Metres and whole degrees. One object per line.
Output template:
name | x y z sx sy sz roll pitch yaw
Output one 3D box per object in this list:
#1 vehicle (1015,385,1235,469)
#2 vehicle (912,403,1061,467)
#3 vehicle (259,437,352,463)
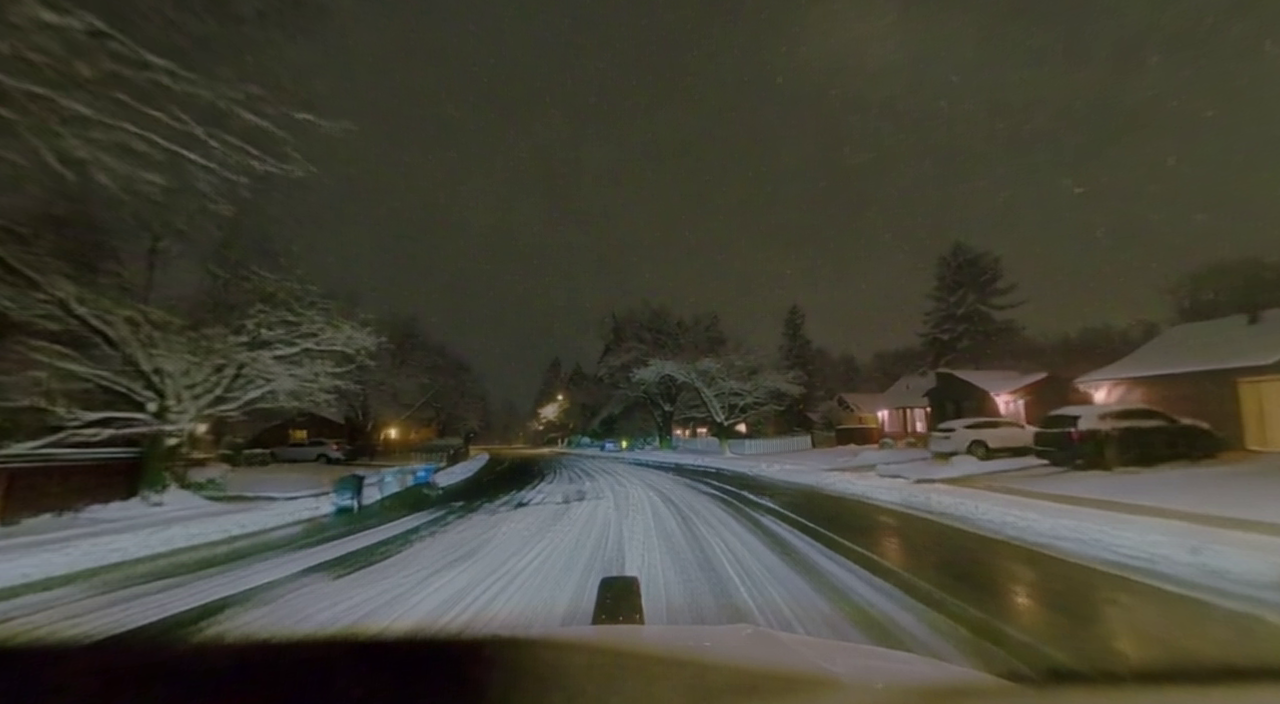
vehicle | 12.954 2.023 17.054 4.421 1.703 1.927 -5 -8 -7
vehicle | 12.160 2.909 22.263 4.149 1.596 1.890 -6 -7 -12
vehicle | -20.703 6.111 39.307 4.654 1.457 1.986 3 -10 -10
